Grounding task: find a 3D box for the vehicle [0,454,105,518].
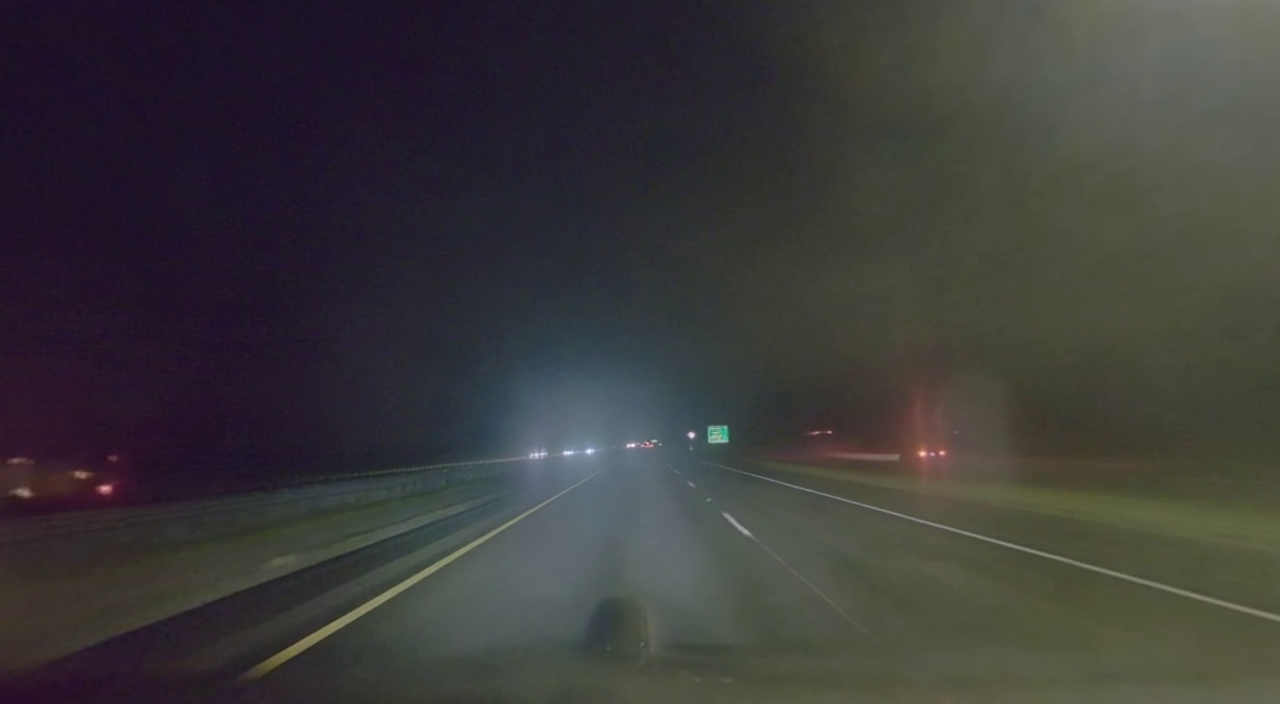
[{"bbox_3d":[-32.616,6.859,32.561,2.815,3.027,8.058,0,-8,1],"label":"vehicle"}]
